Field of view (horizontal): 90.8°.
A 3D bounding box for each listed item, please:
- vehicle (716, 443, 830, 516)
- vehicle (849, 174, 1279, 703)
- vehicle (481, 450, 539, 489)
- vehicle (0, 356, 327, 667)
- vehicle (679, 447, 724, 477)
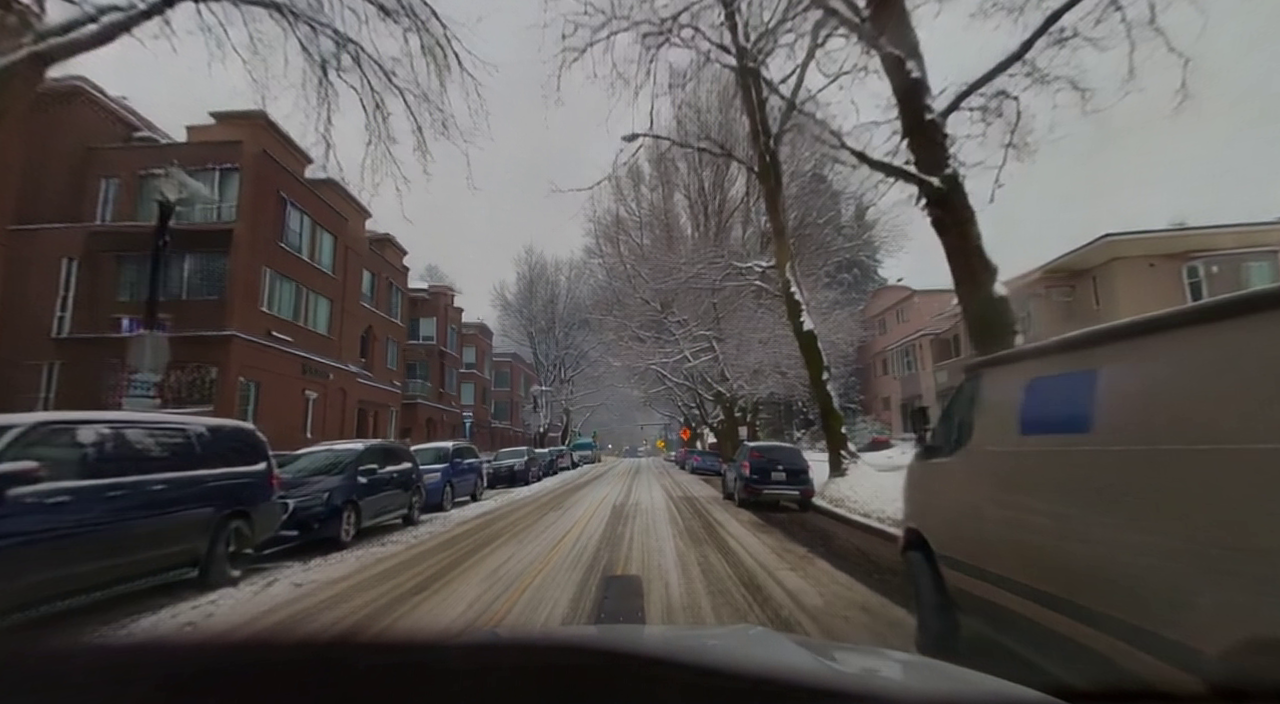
[{"bbox_3d":[3.034,2.967,15.288,1.903,1.512,3.900,0,-8,0],"label":"vehicle"},{"bbox_3d":[2.798,0.599,2.140,2.259,2.119,5.281,-1,-2,-2],"label":"vehicle"},{"bbox_3d":[-5.341,4.851,26.363,1.722,1.491,3.431,0,-8,0],"label":"vehicle"},{"bbox_3d":[-5.426,1.364,5.874,2.196,2.059,5.748,-2,-9,-1],"label":"vehicle"},{"bbox_3d":[3.161,5.761,33.387,1.835,1.490,4.134,0,-8,-2],"label":"vehicle"}]
